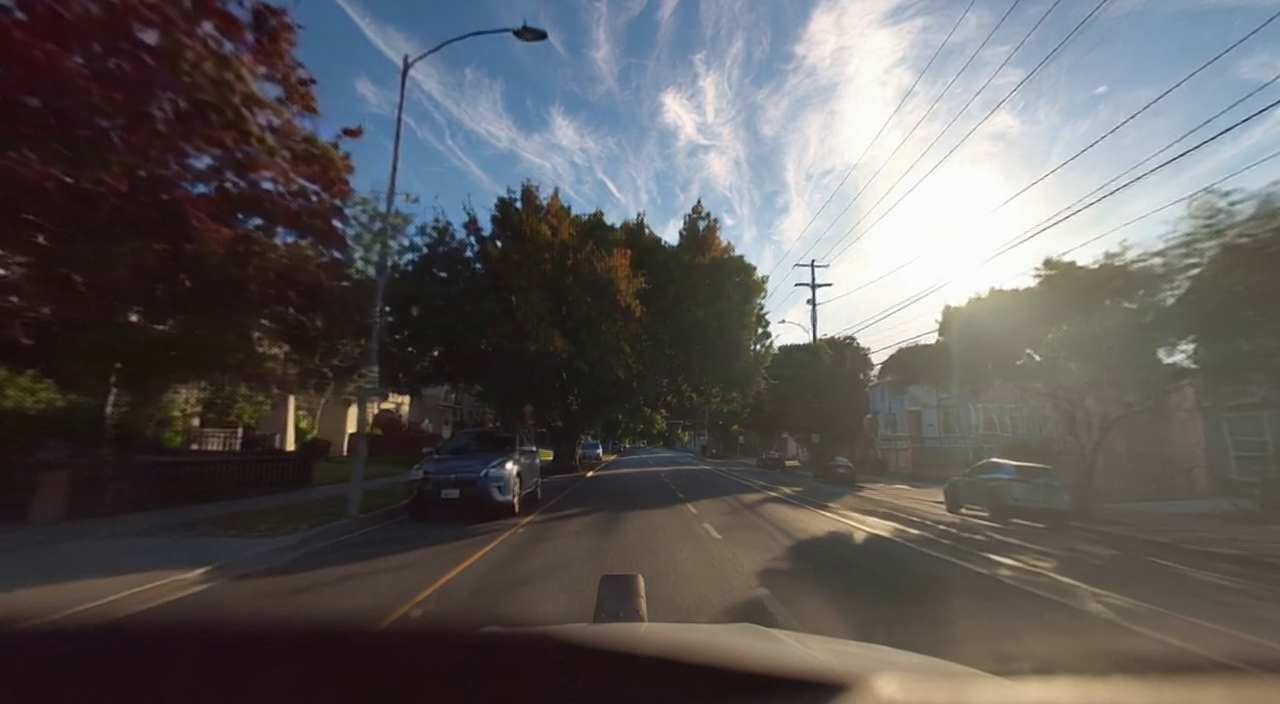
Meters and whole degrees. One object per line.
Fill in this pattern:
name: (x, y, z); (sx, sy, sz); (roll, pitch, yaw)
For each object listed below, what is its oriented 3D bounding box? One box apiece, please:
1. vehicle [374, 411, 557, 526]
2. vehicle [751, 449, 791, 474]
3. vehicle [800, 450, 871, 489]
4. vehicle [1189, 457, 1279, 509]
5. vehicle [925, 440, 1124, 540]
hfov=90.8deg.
vehicle: (-3.303, 2.375, 13.489); (2.290, 1.924, 5.536); (0, -8, 0)
vehicle: (9.490, 7.966, 46.045); (1.930, 1.456, 4.511); (8, -8, 2)
vehicle: (9.613, 5.787, 31.495); (1.977, 1.495, 4.800); (8, -8, 1)
vehicle: (22.313, 4.537, 22.110); (4.172, 1.630, 2.112); (0, -9, -2)
vehicle: (9.595, 3.390, 16.325); (2.156, 1.882, 4.790); (8, -8, 1)
